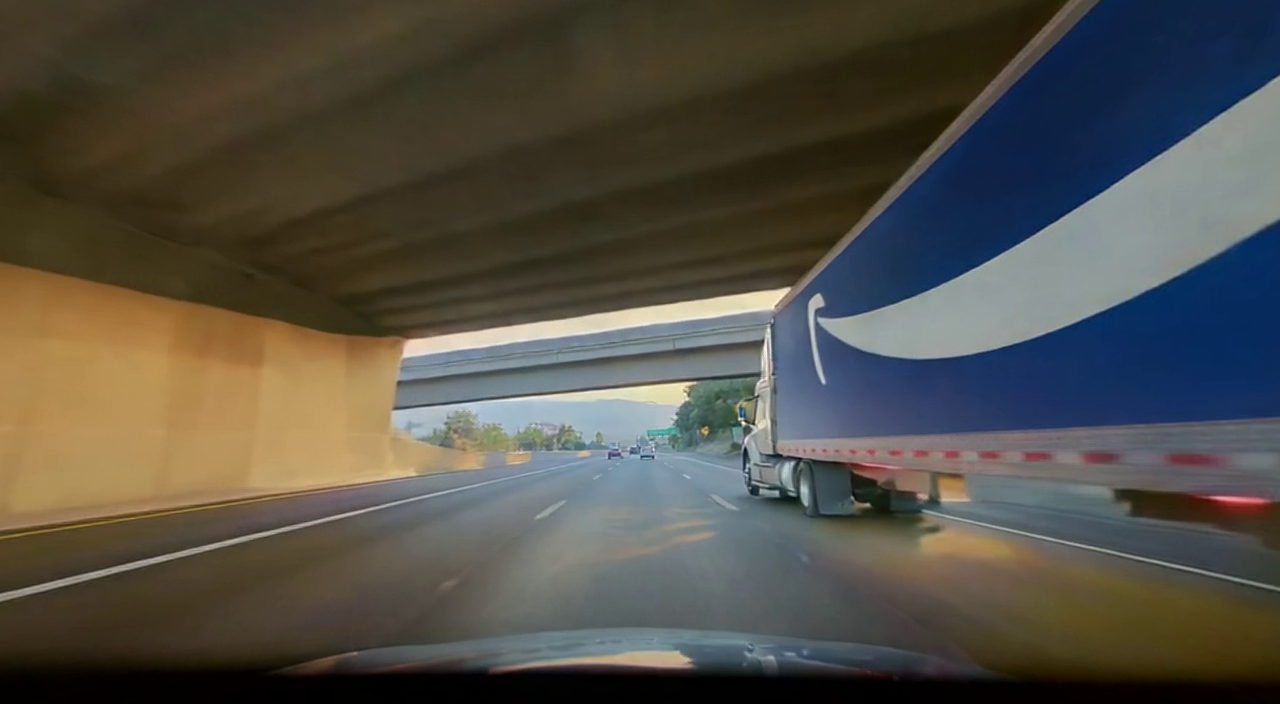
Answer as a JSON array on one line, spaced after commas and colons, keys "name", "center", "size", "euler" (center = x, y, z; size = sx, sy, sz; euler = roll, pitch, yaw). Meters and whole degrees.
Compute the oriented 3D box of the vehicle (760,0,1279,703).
[{"name": "vehicle", "center": [4.040, 0.048, 4.781], "size": [2.928, 4.021, 17.190], "euler": [0, -9, 0]}]
